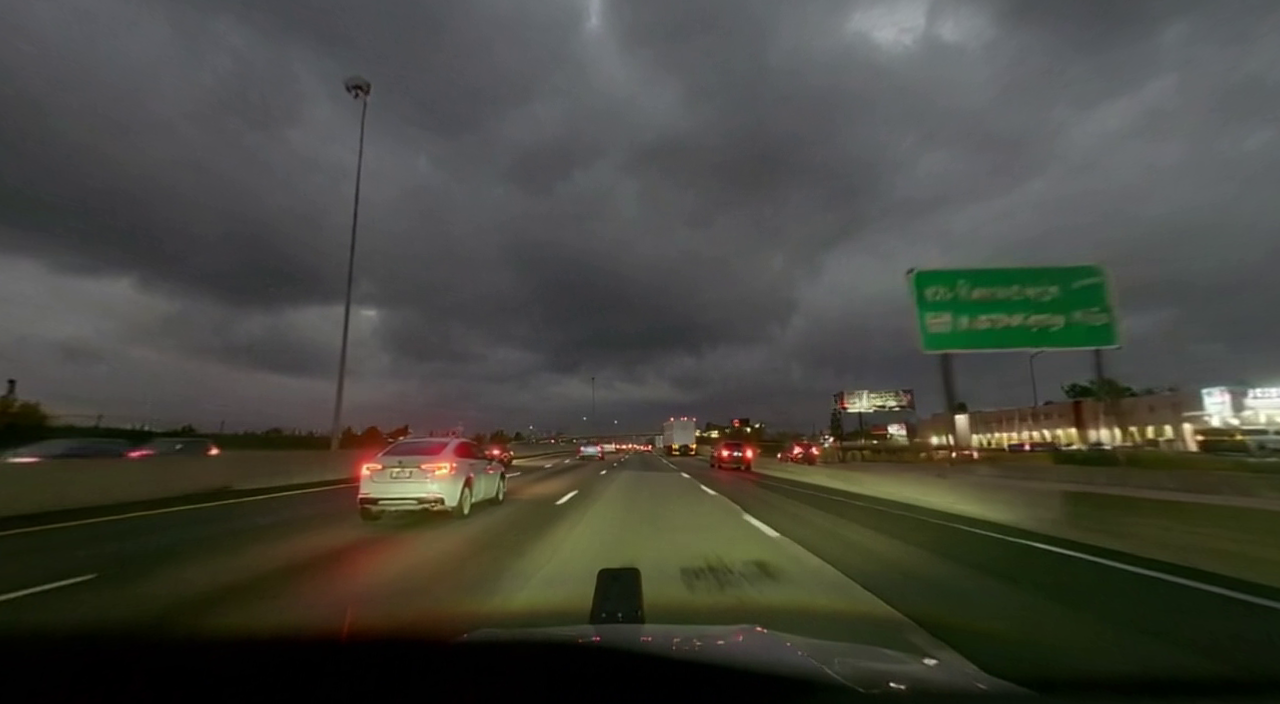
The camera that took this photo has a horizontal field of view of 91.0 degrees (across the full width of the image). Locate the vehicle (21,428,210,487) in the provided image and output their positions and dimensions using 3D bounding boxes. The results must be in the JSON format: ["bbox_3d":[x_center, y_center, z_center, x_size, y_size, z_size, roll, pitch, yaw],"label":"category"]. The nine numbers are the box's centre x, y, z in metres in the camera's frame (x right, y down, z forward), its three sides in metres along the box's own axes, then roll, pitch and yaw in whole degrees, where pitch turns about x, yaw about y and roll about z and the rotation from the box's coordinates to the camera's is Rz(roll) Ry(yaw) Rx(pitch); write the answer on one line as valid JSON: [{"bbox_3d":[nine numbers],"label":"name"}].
[{"bbox_3d":[-16.197,3.293,19.850,2.010,1.624,4.481,1,-9,0],"label":"vehicle"}]

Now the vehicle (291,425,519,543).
[{"bbox_3d":[-3.478,2.049,10.381,2.008,1.504,4.264,0,-9,1],"label":"vehicle"}]

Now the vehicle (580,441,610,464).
[{"bbox_3d":[-3.333,7.608,47.732,2.001,1.577,4.055,1,-9,0],"label":"vehicle"}]

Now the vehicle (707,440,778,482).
[{"bbox_3d":[4.117,4.461,26.069,2.135,1.532,4.506,1,-9,-1],"label":"vehicle"}]

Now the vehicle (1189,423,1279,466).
[{"bbox_3d":[36.265,5.441,36.917,5.729,2.378,2.285,0,-9,2],"label":"vehicle"}]
